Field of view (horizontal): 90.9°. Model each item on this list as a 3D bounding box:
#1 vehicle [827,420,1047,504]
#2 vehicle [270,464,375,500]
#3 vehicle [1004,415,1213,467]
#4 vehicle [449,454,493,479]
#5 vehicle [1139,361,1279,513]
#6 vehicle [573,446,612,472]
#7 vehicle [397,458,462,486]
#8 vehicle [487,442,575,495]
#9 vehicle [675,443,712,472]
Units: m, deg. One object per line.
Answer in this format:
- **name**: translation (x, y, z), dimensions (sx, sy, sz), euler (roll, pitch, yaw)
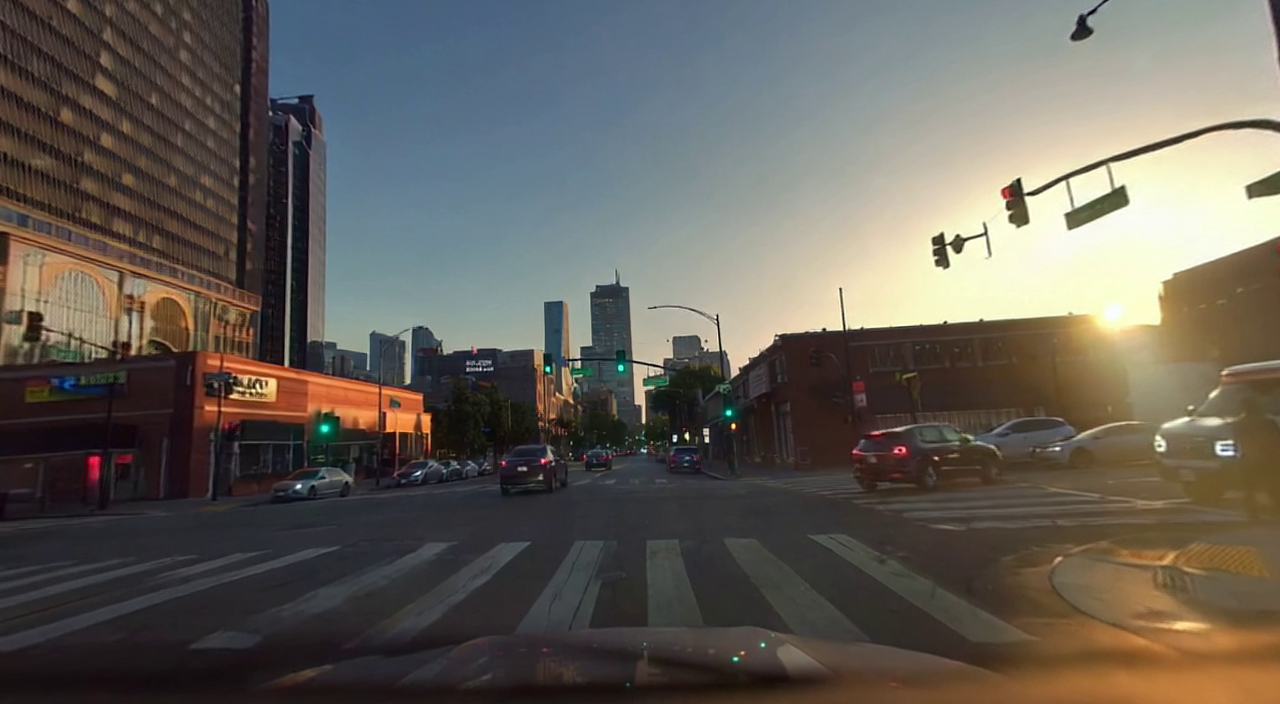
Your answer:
- **vehicle**: translation (6.348, 2.264, 13.351), dimensions (4.540, 1.480, 2.153), euler (6, -10, -35)
- **vehicle**: translation (-15.222, 6.239, 30.552), dimensions (1.999, 1.466, 4.535), euler (-2, -9, 14)
- **vehicle**: translation (14.093, 2.711, 19.187), dimensions (4.801, 1.497, 1.895), euler (0, -8, 0)
- **vehicle**: translation (-11.980, 8.095, 44.919), dimensions (1.933, 1.628, 3.973), euler (0, -8, 2)
- **vehicle**: translation (11.968, 1.380, 10.321), dimensions (5.523, 2.219, 2.251), euler (0, -8, 1)
- **vehicle**: translation (-2.858, 6.590, 38.984), dimensions (1.916, 1.487, 4.535), euler (0, -8, 2)
- **vehicle**: translation (-12.309, 7.042, 37.131), dimensions (1.934, 1.434, 4.636), euler (-1, -8, 4)
- **vehicle**: translation (-3.298, 3.593, 19.834), dimensions (1.973, 1.496, 3.713), euler (0, -8, 2)
- **vehicle**: translation (3.395, 6.826, 40.970), dimensions (1.924, 1.765, 3.954), euler (0, -8, -2)
